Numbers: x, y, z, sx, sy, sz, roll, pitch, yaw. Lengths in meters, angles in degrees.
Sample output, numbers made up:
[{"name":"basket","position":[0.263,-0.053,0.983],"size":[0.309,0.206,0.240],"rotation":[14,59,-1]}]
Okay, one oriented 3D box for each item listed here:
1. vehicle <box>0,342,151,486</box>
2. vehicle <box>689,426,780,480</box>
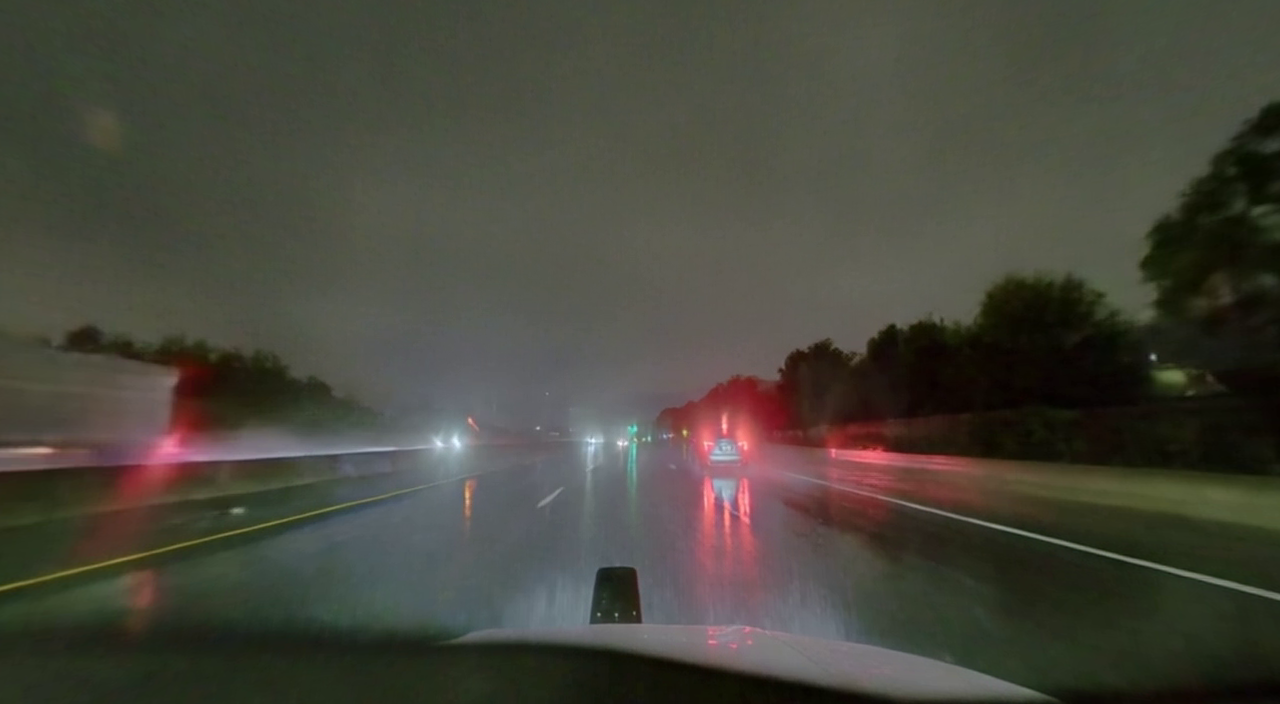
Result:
[{"name":"vehicle","position":[-19.572,1.957,19.081],"size":[2.876,4.042,8.257],"rotation":[0,-8,-1]},{"name":"vehicle","position":[3.096,3.426,21.634],"size":[2.349,1.651,4.161],"rotation":[0,-8,-2]}]
